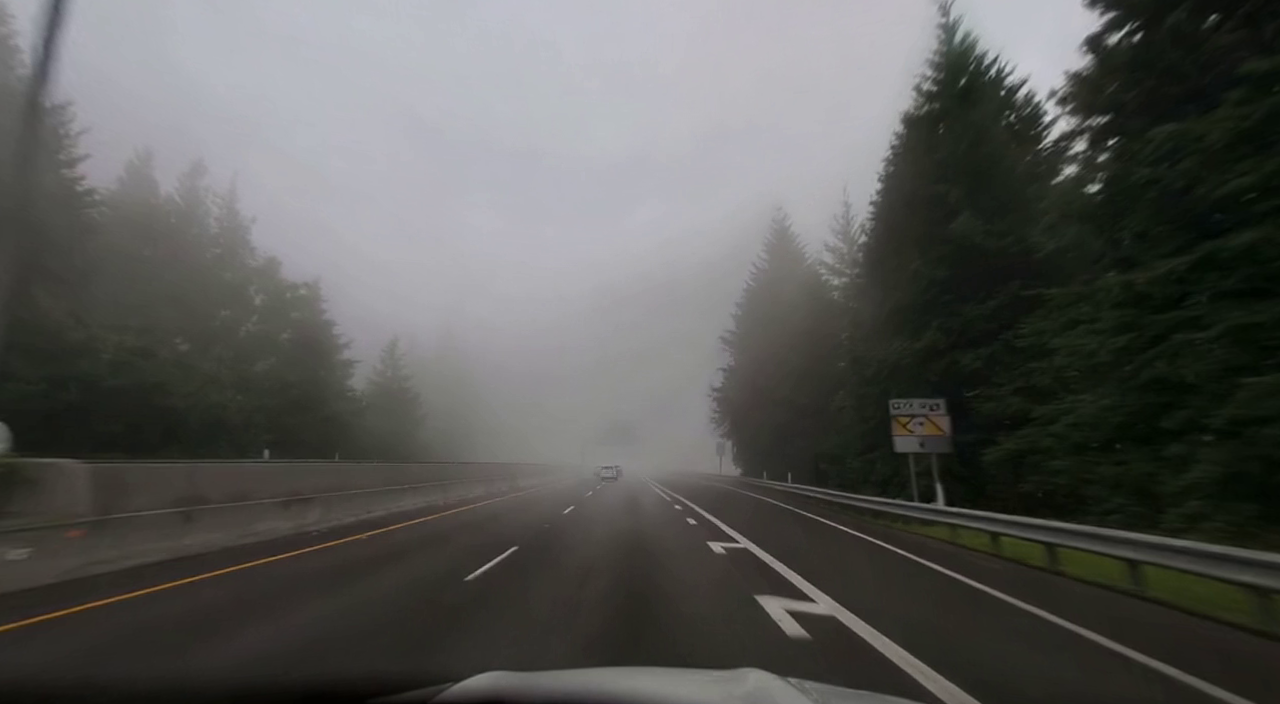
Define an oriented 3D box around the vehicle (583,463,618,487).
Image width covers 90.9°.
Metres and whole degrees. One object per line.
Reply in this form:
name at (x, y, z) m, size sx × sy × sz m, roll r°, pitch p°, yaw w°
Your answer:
vehicle at (-2.703, 8.607, 44.219) m, size 2.168 × 1.561 × 4.588 m, roll 1°, pitch -10°, yaw 0°
